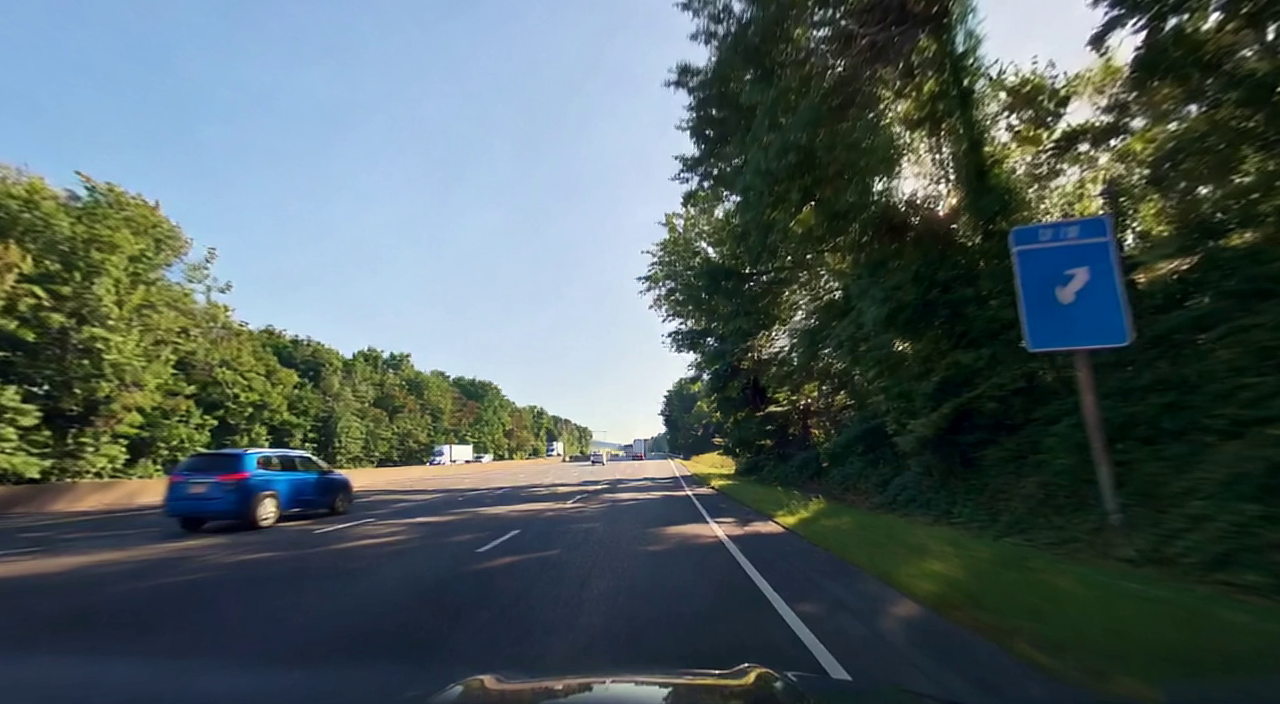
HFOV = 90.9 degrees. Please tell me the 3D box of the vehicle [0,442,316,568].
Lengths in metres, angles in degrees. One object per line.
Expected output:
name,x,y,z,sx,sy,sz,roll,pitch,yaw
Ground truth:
vehicle,-7.582,2.314,10.351,1.996,1.579,4.439,-1,-9,2
